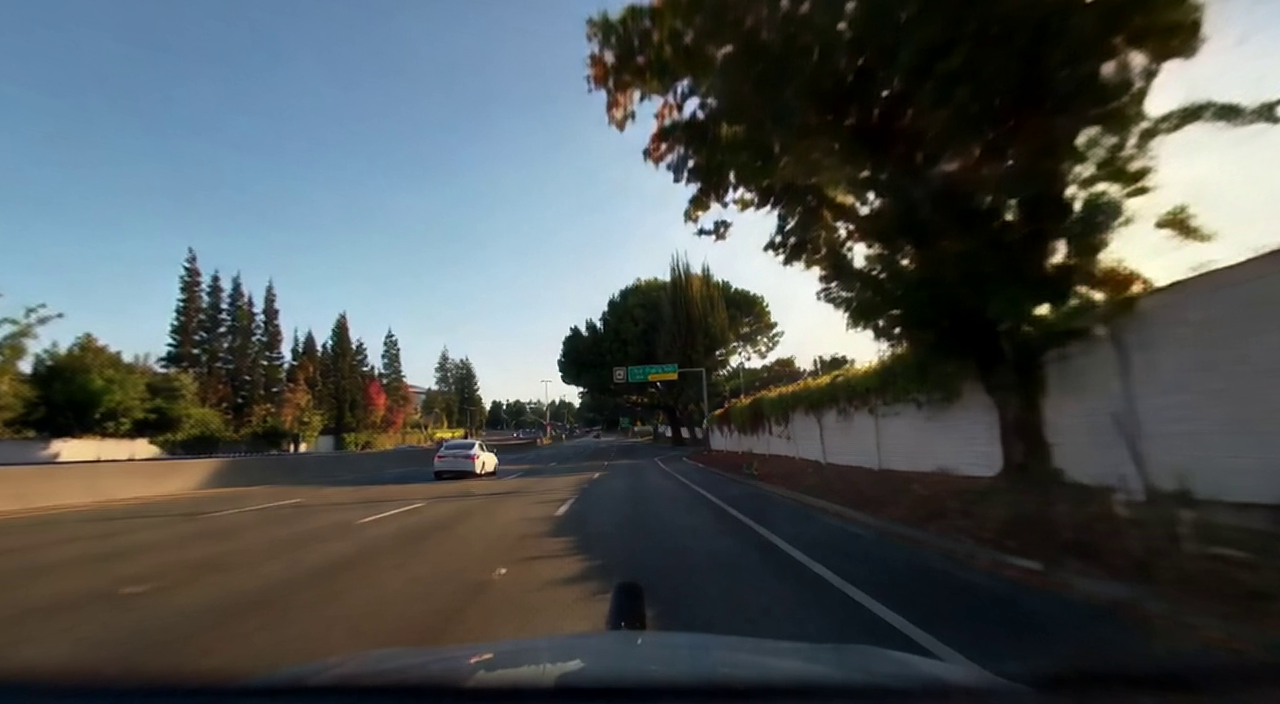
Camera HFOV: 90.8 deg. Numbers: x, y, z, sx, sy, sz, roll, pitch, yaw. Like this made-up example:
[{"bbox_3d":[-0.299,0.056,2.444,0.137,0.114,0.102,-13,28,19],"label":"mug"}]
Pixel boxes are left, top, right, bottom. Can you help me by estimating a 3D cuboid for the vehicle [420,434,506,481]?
[{"bbox_3d":[-7.087,4.276,25.860,2.115,1.711,4.722,0,-8,0],"label":"vehicle"}]
